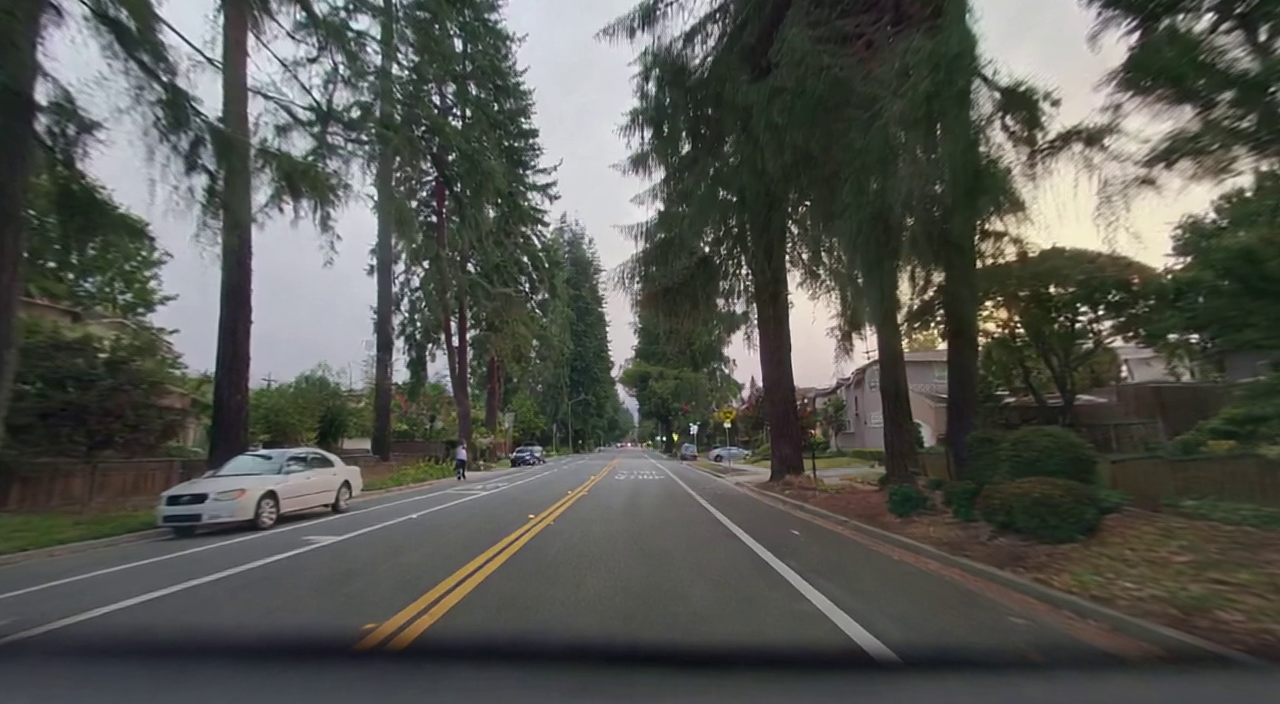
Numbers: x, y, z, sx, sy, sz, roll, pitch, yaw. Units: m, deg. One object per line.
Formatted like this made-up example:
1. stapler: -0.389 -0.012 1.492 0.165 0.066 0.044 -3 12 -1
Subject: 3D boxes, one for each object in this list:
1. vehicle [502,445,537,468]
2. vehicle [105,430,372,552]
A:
1. vehicle: -9.410 8.197 49.564 1.998 1.684 4.180 0 -9 -1
2. vehicle: -7.292 2.493 12.254 2.063 1.756 4.792 -4 -8 0
